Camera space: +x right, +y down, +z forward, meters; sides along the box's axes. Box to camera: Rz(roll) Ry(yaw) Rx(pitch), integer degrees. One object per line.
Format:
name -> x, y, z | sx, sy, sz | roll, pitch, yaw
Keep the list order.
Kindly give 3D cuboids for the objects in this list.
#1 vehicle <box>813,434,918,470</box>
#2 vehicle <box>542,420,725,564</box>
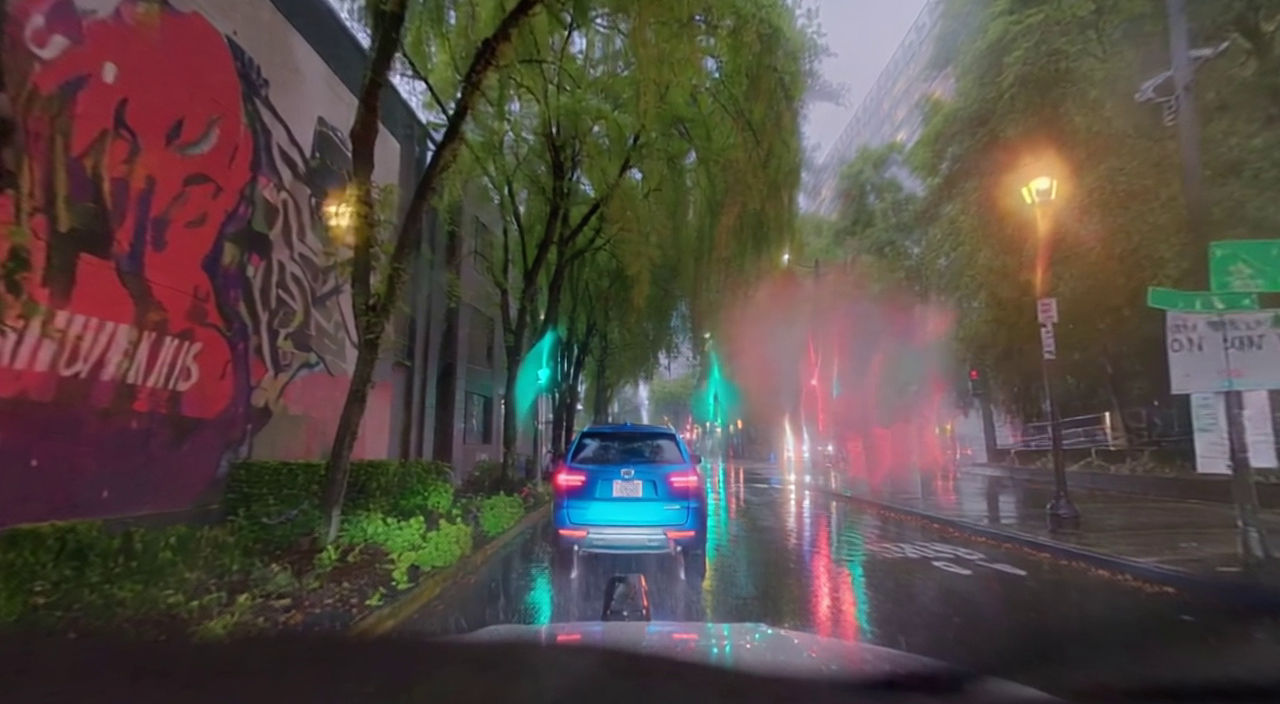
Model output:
vehicle -> 13.662, 6.030, 38.311 | 5.513, 2.063, 2.448 | 2, -9, -15
vehicle -> -0.078, 1.884, 9.192 | 2.079, 1.621, 3.861 | 0, -8, 0
